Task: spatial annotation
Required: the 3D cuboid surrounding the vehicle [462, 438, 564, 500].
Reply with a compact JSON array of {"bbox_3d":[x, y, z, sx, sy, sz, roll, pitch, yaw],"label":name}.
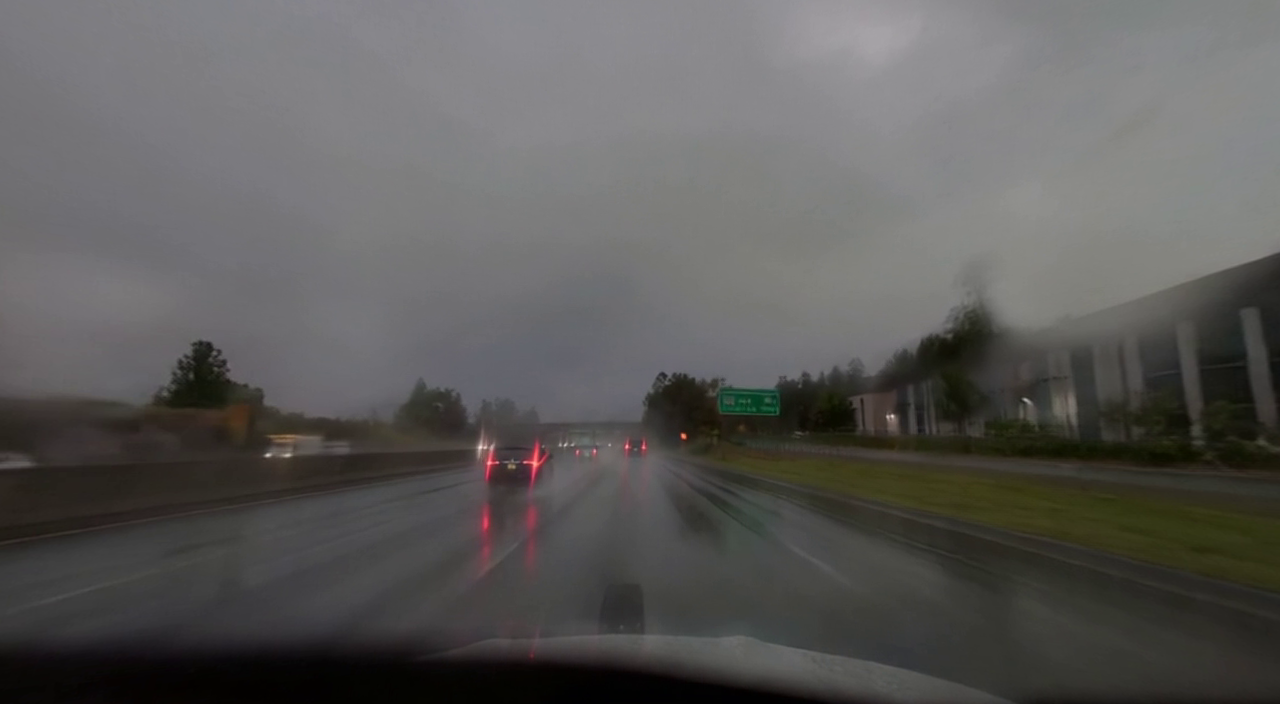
[{"bbox_3d":[-3.322,3.138,17.372,1.920,1.463,4.134,0,-8,0],"label":"vehicle"}]
